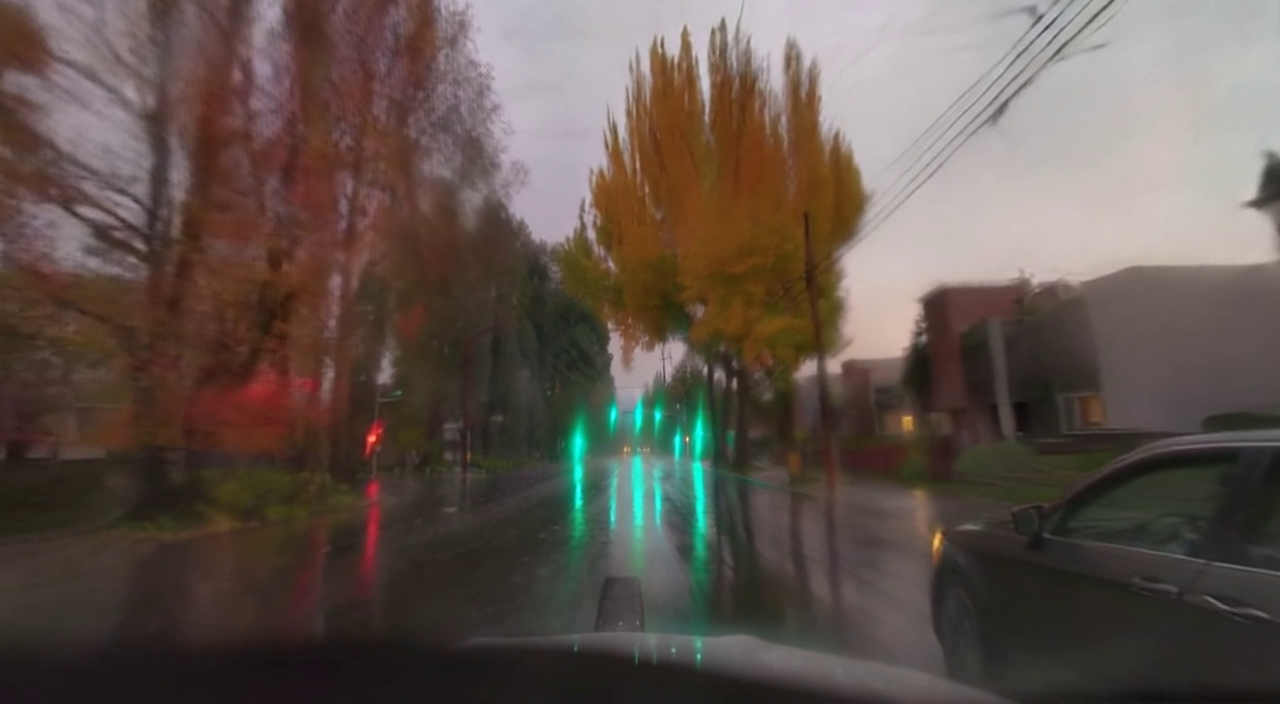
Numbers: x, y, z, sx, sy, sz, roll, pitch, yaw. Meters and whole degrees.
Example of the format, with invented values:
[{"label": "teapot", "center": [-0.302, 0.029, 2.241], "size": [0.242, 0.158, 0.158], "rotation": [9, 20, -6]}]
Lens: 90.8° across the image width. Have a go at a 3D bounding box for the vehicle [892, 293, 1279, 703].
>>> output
[{"label": "vehicle", "center": [3.001, 0.770, 2.148], "size": [2.224, 1.791, 4.834], "rotation": [0, -9, -1]}]
